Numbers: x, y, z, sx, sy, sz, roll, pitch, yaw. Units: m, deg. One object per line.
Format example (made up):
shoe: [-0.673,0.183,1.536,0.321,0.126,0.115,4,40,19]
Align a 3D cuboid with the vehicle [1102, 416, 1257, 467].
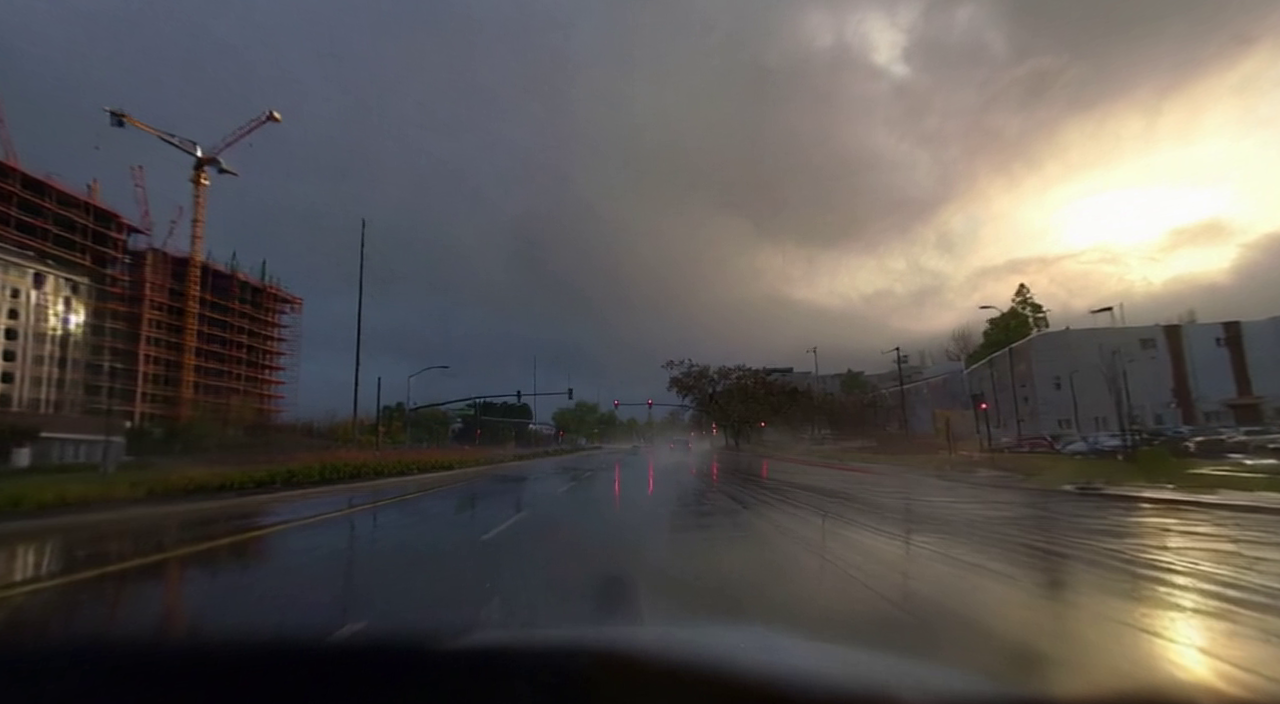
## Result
vehicle: [20.454,3.392,24.367,2.222,1.742,5.231,-1,-7,12]
